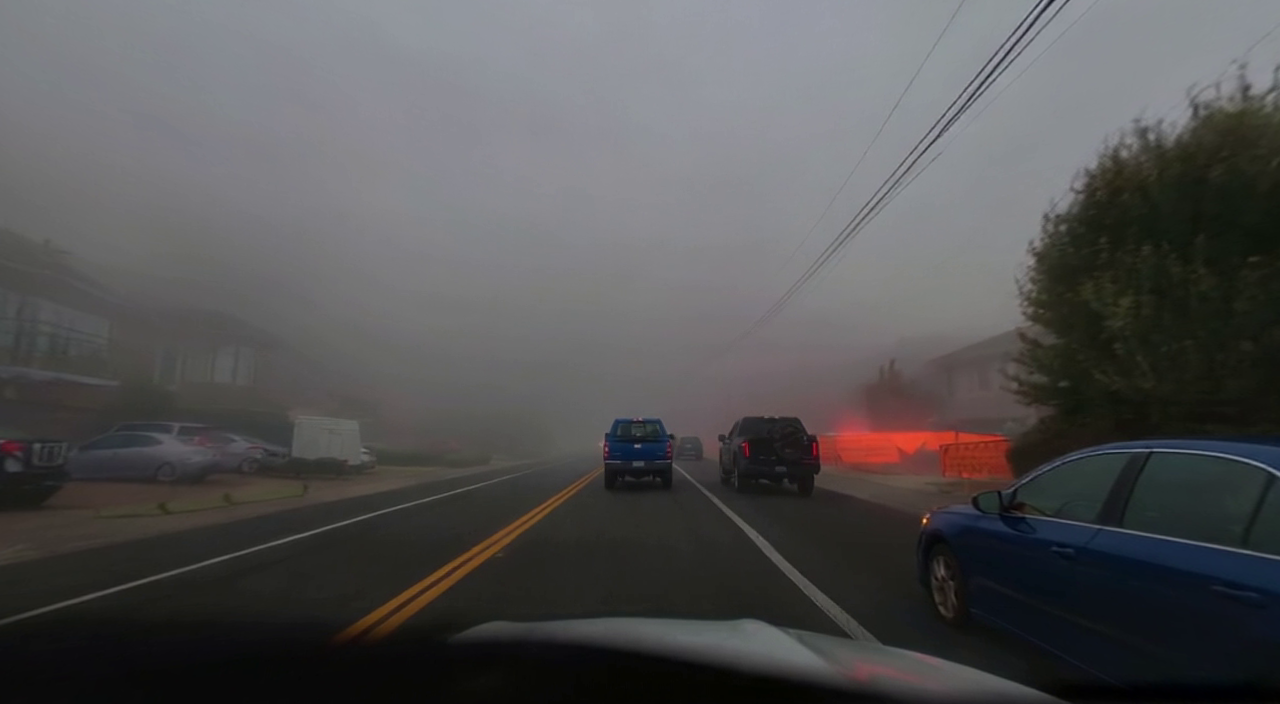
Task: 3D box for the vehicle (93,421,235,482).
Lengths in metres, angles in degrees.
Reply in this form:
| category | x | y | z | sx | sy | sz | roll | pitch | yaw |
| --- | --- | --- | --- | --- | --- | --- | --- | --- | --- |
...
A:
| category | x | y | z | sx | sy | sz | roll | pitch | yaw |
| --- | --- | --- | --- | --- | --- | --- | --- | --- | --- |
| vehicle | -14.952 | 3.150 | 20.094 | 2.010 | 1.721 | 4.499 | 2 | -9 | -16 |

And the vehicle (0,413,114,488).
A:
| category | x | y | z | sx | sy | sz | roll | pitch | yaw |
| --- | --- | --- | --- | --- | --- | --- | --- | --- | --- |
| vehicle | -16.889 | 2.593 | 16.697 | 4.184 | 1.831 | 1.940 | -1 | -8 | 8 |

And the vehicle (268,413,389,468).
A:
| category | x | y | z | sx | sy | sz | roll | pitch | yaw |
| --- | --- | --- | --- | --- | --- | --- | --- | --- | --- |
| vehicle | -13.390 | 3.908 | 27.556 | 2.475 | 2.157 | 5.567 | 0 | -8 | -1 |

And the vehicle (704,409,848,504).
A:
| category | x | y | z | sx | sy | sz | roll | pitch | yaw |
| --- | --- | --- | --- | --- | --- | --- | --- | --- | --- |
| vehicle | 3.168 | 2.634 | 16.200 | 2.486 | 1.993 | 5.667 | 0 | -8 | 0 |

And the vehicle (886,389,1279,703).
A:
| category | x | y | z | sx | sy | sz | roll | pitch | yaw |
| --- | --- | --- | --- | --- | --- | --- | --- | --- | --- |
| vehicle | 3.020 | 1.002 | 2.841 | 2.010 | 1.499 | 4.481 | 0 | -8 | 0 |

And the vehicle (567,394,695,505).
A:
| category | x | y | z | sx | sy | sz | roll | pitch | yaw |
| --- | --- | --- | --- | --- | --- | --- | --- | --- | --- |
| vehicle | -0.132 | 2.590 | 17.003 | 2.751 | 2.361 | 6.347 | 1 | -8 | 1 |
